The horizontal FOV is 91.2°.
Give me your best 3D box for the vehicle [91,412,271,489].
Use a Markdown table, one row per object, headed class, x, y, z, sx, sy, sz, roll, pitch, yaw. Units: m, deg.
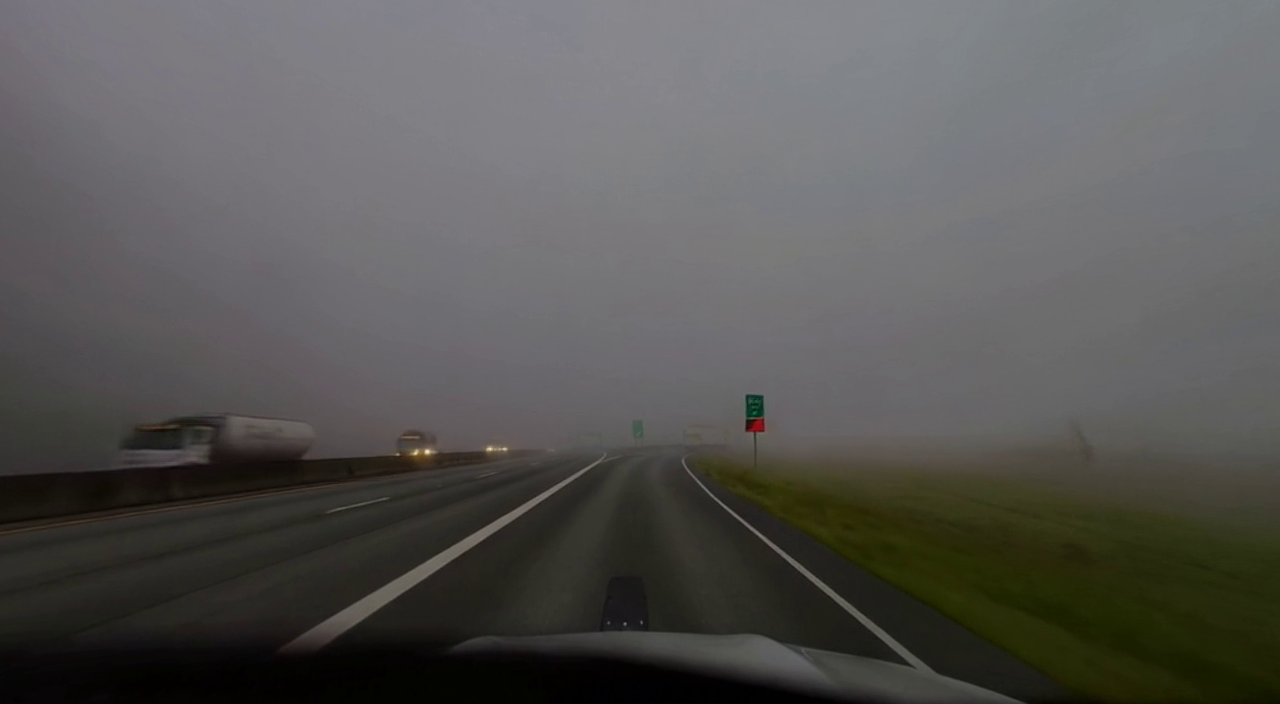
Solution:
| class | x | y | z | sx | sy | sz | roll | pitch | yaw |
| --- | --- | --- | --- | --- | --- | --- | --- | --- | --- |
| vehicle | -16.690 | 3.642 | 23.388 | 2.414 | 2.495 | 5.613 | 0 | -9 | 0 |
